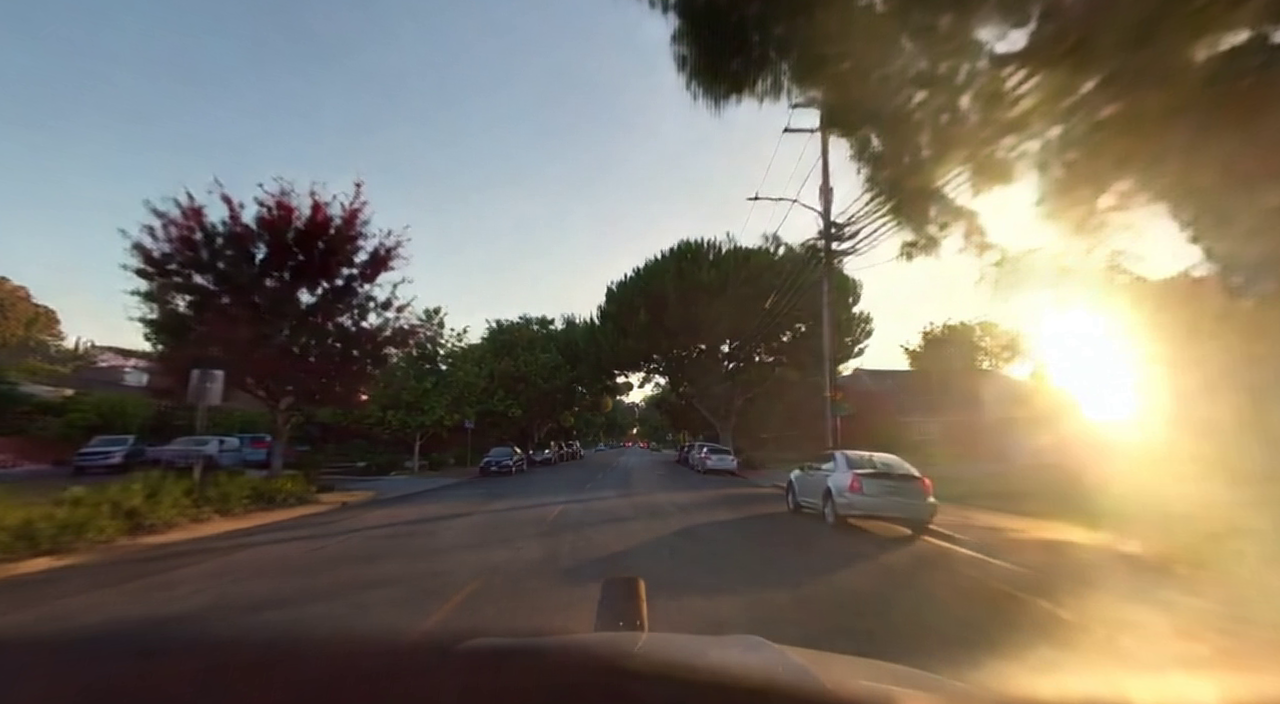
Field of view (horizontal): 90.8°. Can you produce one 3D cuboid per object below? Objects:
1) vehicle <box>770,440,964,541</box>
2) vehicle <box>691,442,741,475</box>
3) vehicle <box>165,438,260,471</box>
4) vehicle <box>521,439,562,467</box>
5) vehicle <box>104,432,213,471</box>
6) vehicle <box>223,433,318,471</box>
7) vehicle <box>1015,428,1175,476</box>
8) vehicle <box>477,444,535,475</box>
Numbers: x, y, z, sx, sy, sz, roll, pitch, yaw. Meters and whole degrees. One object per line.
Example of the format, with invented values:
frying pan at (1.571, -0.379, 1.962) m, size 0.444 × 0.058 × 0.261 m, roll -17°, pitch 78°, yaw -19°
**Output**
vehicle at (3.731, 2.325, 11.272) m, size 1.782 × 1.439 × 4.037 m, roll 1°, pitch -9°, yaw -3°
vehicle at (3.499, 5.023, 29.940) m, size 1.763 × 1.432 × 4.323 m, roll 0°, pitch -9°, yaw -1°
vehicle at (-20.398, 4.903, 30.363) m, size 1.791 × 1.500 × 3.846 m, roll 0°, pitch -9°, yaw 1°
vehicle at (-6.556, 6.794, 42.604) m, size 2.031 × 1.799 × 4.587 m, roll 0°, pitch -9°, yaw 0°
vehicle at (-23.271, 4.817, 30.745) m, size 1.879 × 1.761 × 4.199 m, roll 0°, pitch -9°, yaw 1°
vehicle at (-18.001, 4.900, 31.070) m, size 1.925 × 1.750 × 4.489 m, roll 0°, pitch -9°, yaw 1°
vehicle at (16.683, 3.690, 23.341) m, size 4.355 × 1.674 × 1.914 m, roll 0°, pitch -9°, yaw 0°
vehicle at (-6.643, 5.377, 31.838) m, size 2.031 × 1.454 × 4.410 m, roll 0°, pitch -9°, yaw -1°
